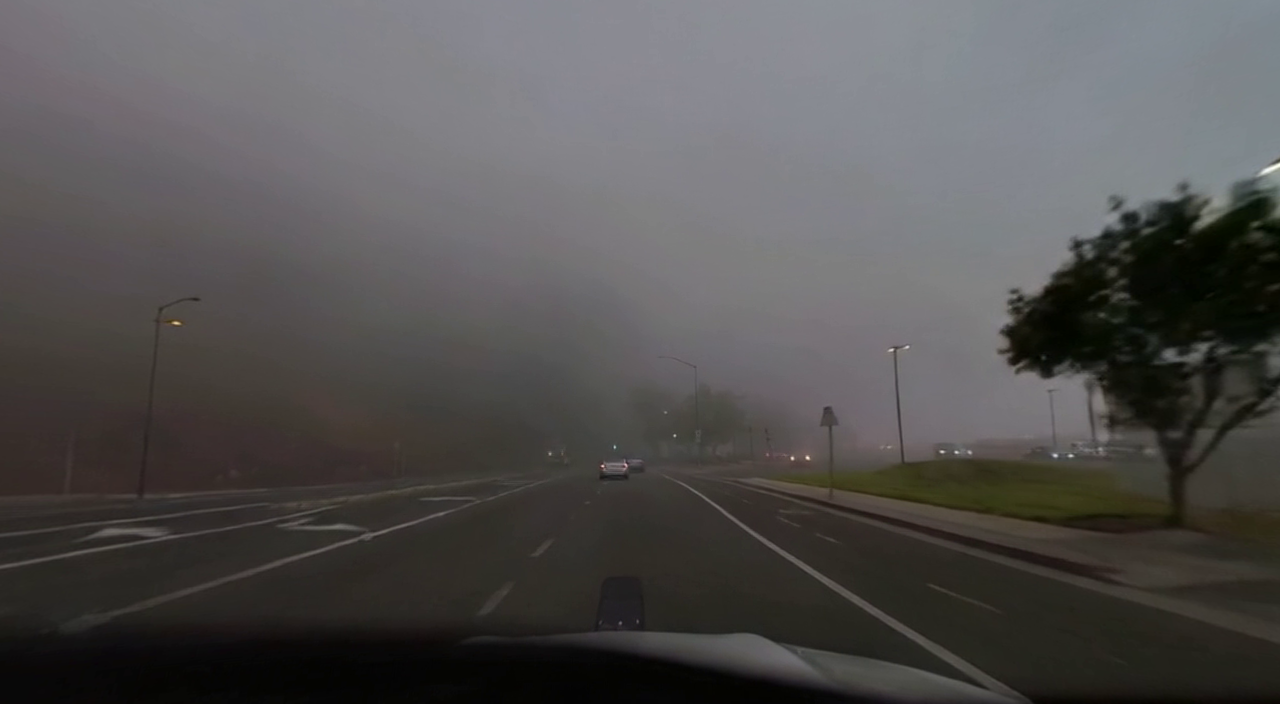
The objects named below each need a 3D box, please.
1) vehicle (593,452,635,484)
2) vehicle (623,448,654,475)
[{"bbox_3d":[-1.262,5.628,30.880,1.917,1.418,3.987,1,-9,-2],"label":"vehicle"},{"bbox_3d":[-0.157,7.662,44.459,2.046,1.768,4.370,1,-9,-3],"label":"vehicle"}]
